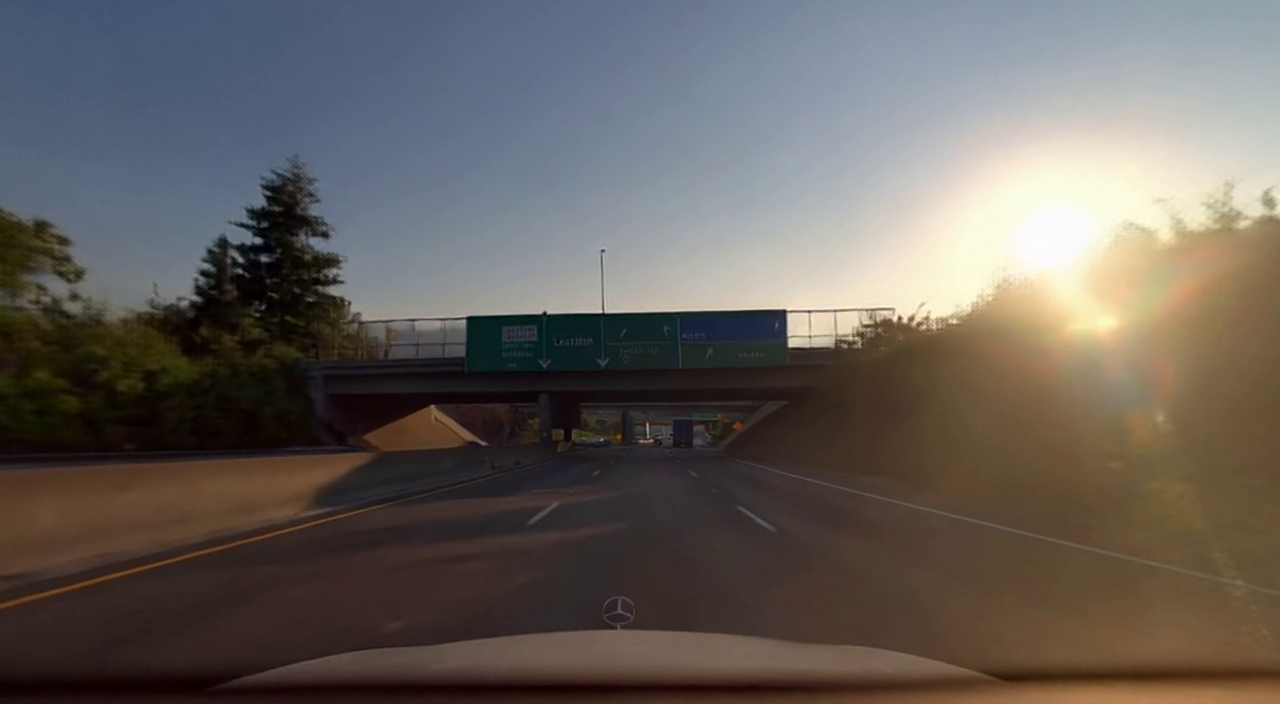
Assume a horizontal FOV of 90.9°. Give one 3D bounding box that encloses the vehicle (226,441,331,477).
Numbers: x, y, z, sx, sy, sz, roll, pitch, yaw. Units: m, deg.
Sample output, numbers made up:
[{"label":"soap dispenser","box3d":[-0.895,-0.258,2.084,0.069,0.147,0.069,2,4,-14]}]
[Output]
[{"label":"vehicle","box3d":[-16.694,4.914,29.400,2.073,1.476,4.777,0,-8,0]}]
